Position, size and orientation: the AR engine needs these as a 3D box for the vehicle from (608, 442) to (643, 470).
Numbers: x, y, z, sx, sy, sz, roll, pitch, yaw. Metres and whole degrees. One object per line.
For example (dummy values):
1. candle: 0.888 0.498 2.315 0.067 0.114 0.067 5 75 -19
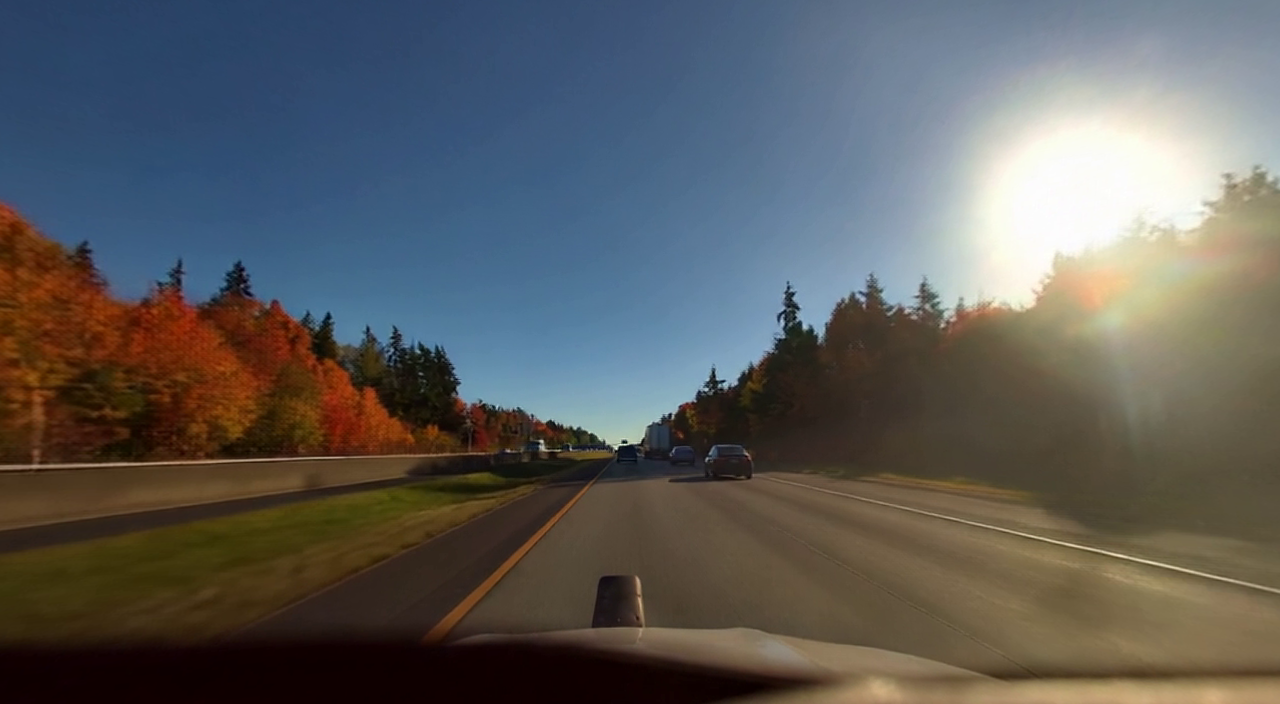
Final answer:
1. vehicle: -0.958 6.763 40.998 2.151 1.693 4.201 0 -9 -2

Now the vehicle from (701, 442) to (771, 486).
1. vehicle: 3.577 4.247 23.990 1.968 1.513 3.911 0 -9 -1

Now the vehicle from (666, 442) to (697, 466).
1. vehicle: 3.134 7.842 48.468 1.982 1.745 4.151 0 -9 -2
